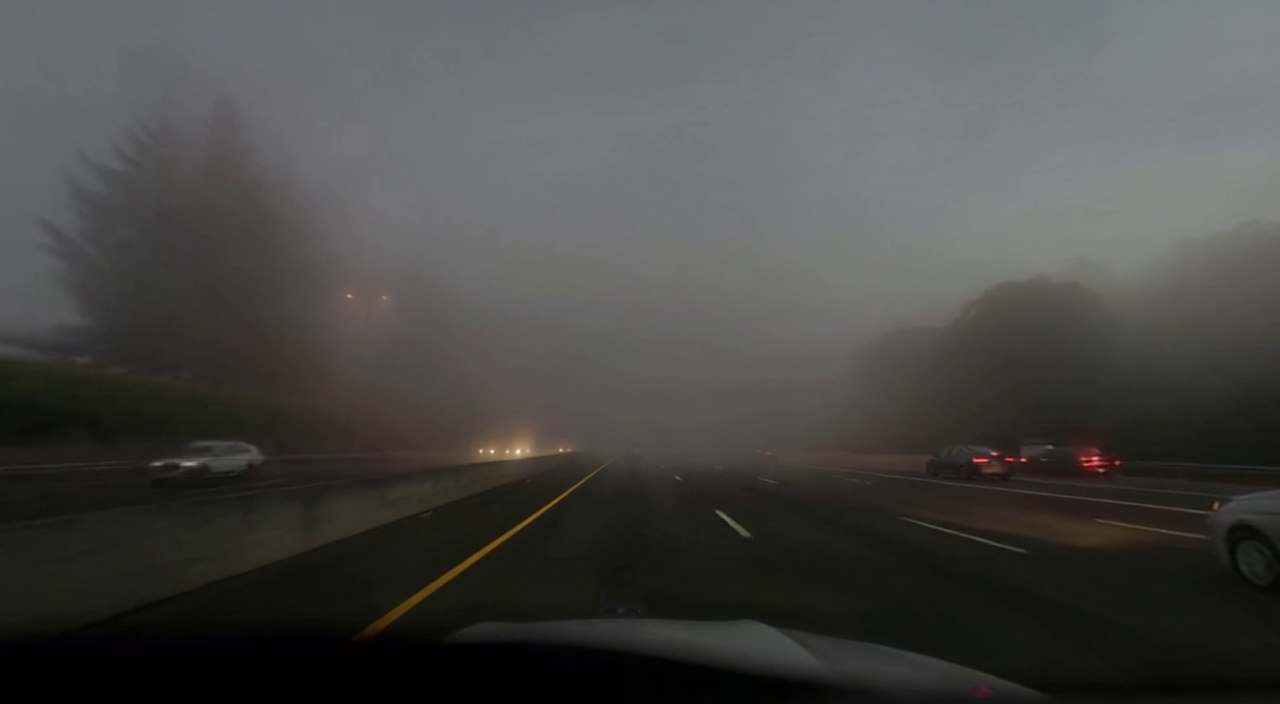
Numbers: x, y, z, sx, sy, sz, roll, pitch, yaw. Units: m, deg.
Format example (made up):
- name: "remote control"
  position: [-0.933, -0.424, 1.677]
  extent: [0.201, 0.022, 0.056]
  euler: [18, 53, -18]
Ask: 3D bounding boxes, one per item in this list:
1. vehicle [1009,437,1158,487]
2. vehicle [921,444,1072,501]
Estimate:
- name: "vehicle"
  position: [16.728, 4.145, 24.260]
  extent: [2.034, 1.698, 5.065]
  euler: [0, -8, -1]
- name: "vehicle"
  position: [9.867, 3.330, 17.917]
  extent: [1.836, 1.418, 4.132]
  euler: [0, -8, -1]
